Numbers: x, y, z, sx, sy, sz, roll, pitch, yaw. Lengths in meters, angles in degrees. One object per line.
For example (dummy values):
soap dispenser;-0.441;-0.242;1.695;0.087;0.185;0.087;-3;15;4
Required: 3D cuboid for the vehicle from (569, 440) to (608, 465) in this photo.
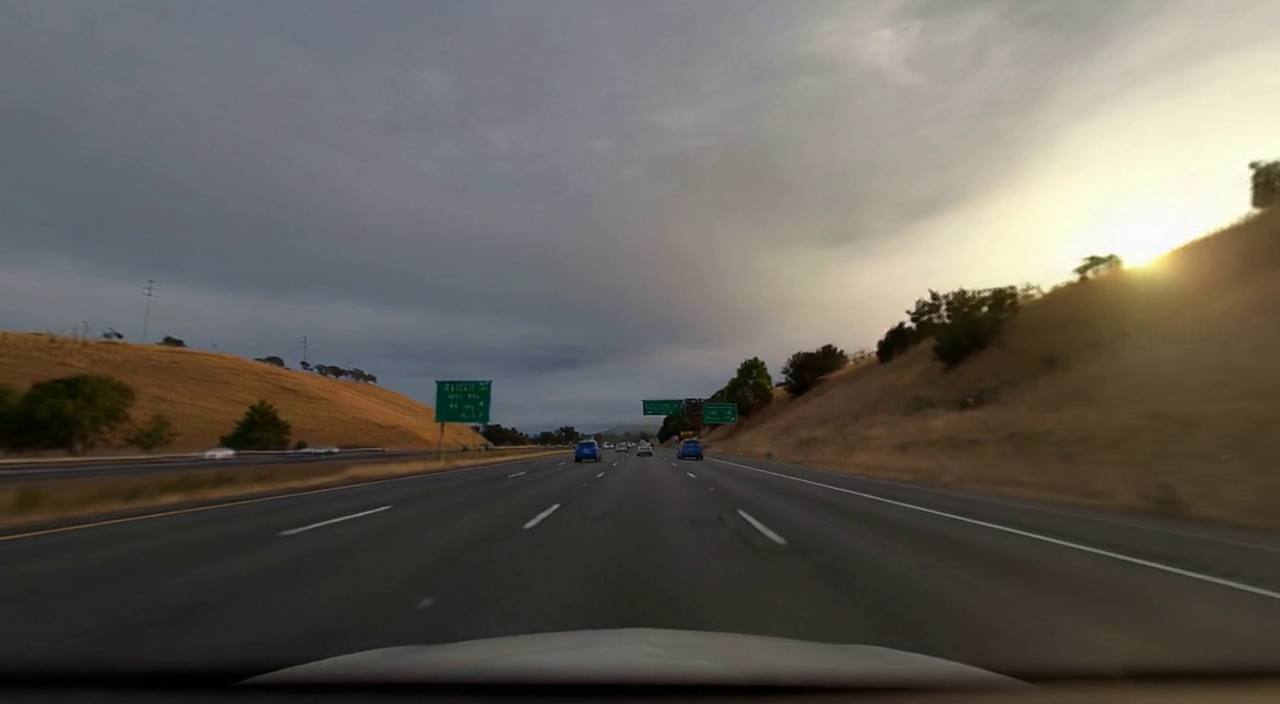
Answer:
vehicle;-3.381;6.690;42.032;2.159;1.562;4.441;0;-8;1
